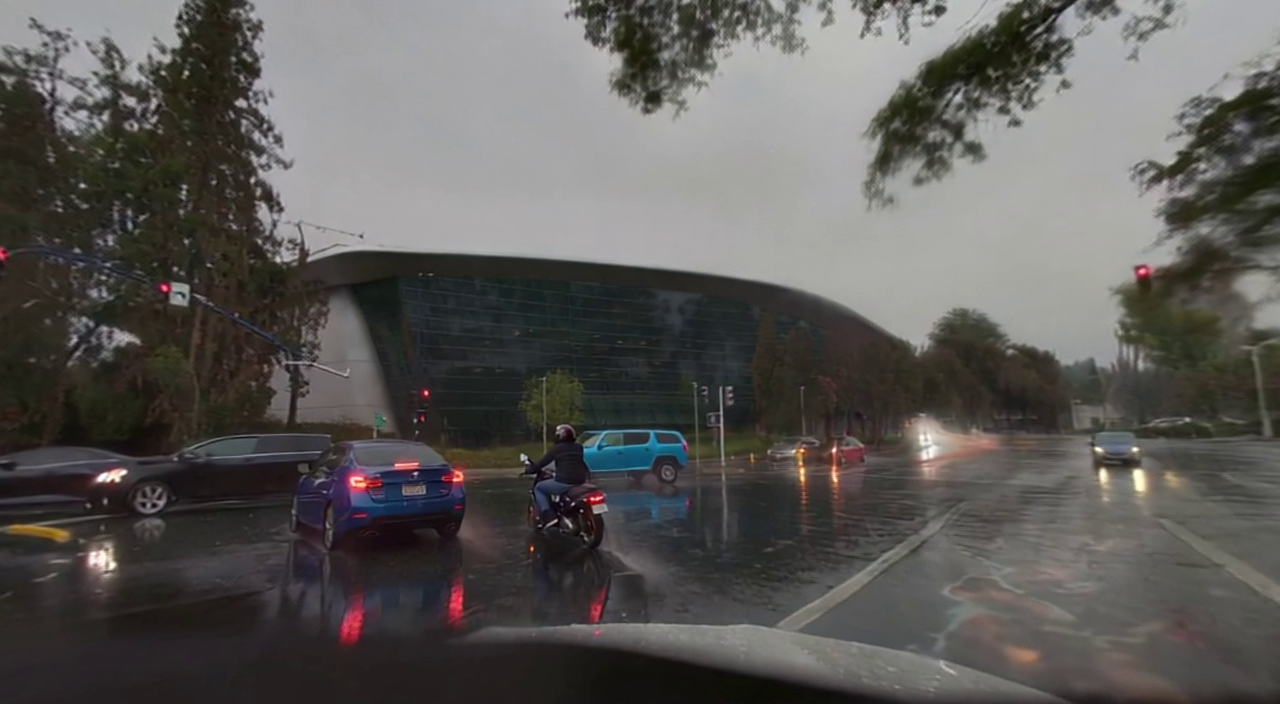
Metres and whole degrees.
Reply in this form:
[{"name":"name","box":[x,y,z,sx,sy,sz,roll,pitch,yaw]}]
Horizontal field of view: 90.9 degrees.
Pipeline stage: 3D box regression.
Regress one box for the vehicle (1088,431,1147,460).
[{"name":"vehicle","box":[26.311,5.150,34.861,1.872,1.467,4.385,-5,-9,28]}]

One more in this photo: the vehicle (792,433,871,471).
[{"name":"vehicle","box":[9.273,4.788,30.334,2.084,1.656,4.583,-7,-10,37]}]

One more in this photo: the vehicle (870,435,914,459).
[{"name":"vehicle","box":[17.650,6.630,44.060,2.024,1.543,4.028,-6,-10,32]}]

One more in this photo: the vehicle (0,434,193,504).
[{"name":"vehicle","box":[-14.919,3.117,17.060,4.380,1.727,2.052,-2,-8,12]}]

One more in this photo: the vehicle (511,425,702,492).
[{"name":"vehicle","box":[-1.093,3.448,20.890,5.833,1.960,2.341,3,-9,-24]}]

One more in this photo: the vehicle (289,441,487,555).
[{"name":"vehicle","box":[-4.350,2.232,10.494,2.009,1.450,4.182,6,-10,-36]}]

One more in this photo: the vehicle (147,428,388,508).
[{"name":"vehicle","box":[-8.762,2.749,15.117,4.583,1.755,1.936,-1,-8,4]}]
